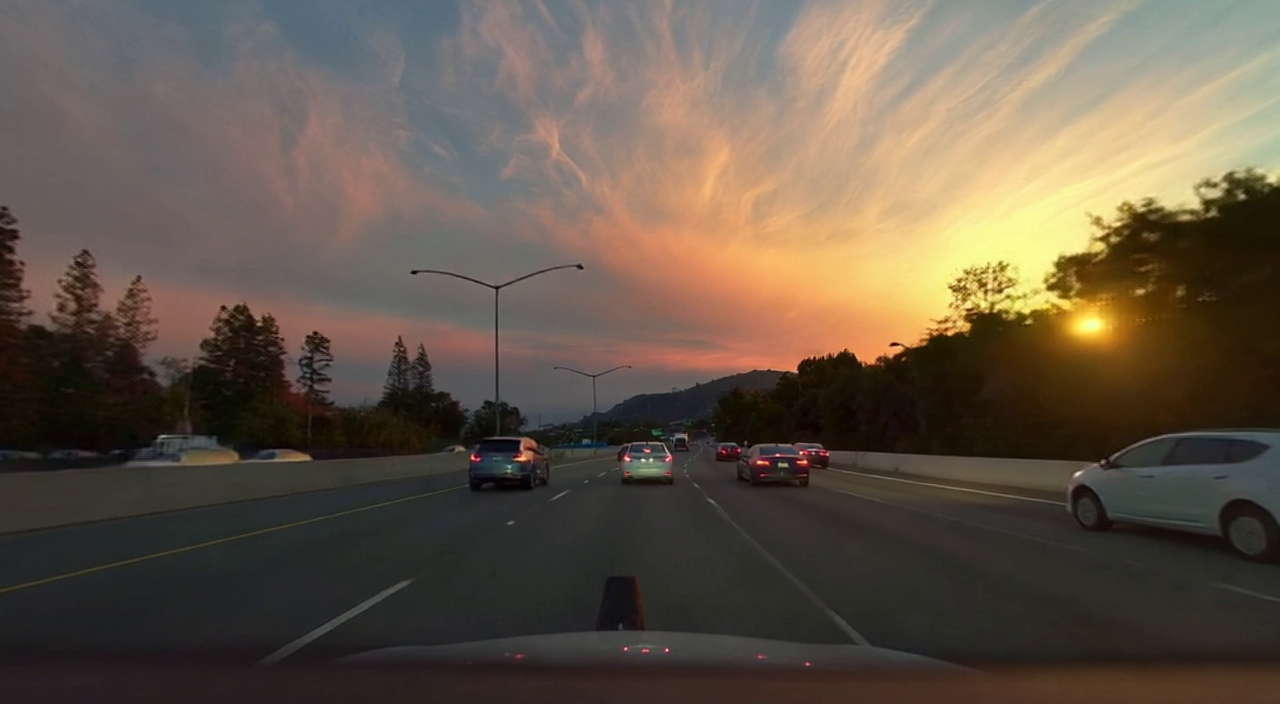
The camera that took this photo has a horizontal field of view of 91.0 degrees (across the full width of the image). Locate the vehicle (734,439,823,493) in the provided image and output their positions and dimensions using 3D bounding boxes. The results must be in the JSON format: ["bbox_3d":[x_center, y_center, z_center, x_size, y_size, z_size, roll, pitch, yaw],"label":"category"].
[{"bbox_3d":[4.282,3.596,20.188,1.999,1.514,4.338,0,-9,2],"label":"vehicle"}]

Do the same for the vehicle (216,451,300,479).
[{"bbox_3d":[-23.319,6.902,38.720,1.891,1.520,4.742,0,-9,5],"label":"vehicle"}]

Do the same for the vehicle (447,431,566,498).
[{"bbox_3d":[-3.574,3.133,17.954,2.128,1.627,4.697,0,-9,3],"label":"vehicle"}]

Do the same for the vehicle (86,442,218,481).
[{"bbox_3d":[-27.414,6.152,35.758,2.237,1.956,6.092,0,-9,5],"label":"vehicle"}]

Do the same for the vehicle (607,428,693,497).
[{"bbox_3d":[0.328,3.131,18.157,2.181,1.728,3.970,0,-9,2],"label":"vehicle"}]

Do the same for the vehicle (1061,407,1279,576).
[{"bbox_3d":[7.384,1.516,7.076,2.028,1.657,4.823,0,-9,1],"label":"vehicle"}]
